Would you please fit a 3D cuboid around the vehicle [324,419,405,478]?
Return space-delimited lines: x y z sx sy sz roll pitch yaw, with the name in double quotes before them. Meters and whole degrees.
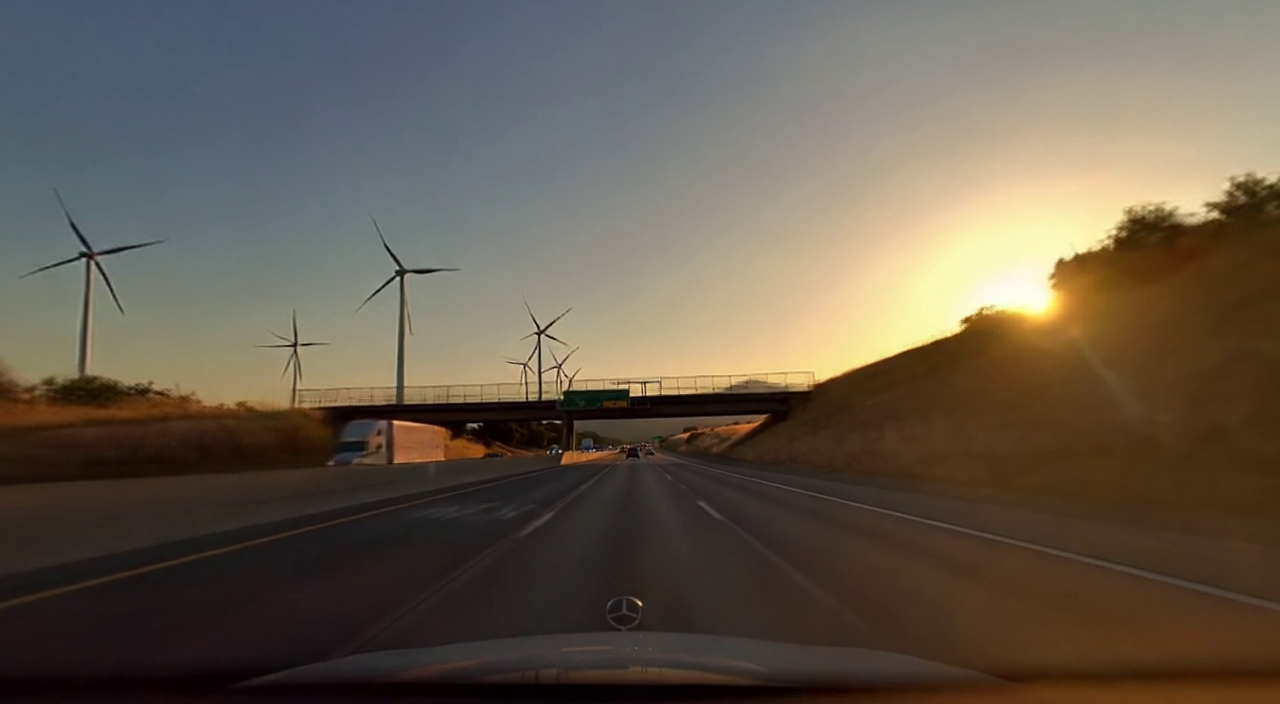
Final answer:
"vehicle" -19.487 6.881 45.071 2.977 3.872 6.035 0 -9 -1
